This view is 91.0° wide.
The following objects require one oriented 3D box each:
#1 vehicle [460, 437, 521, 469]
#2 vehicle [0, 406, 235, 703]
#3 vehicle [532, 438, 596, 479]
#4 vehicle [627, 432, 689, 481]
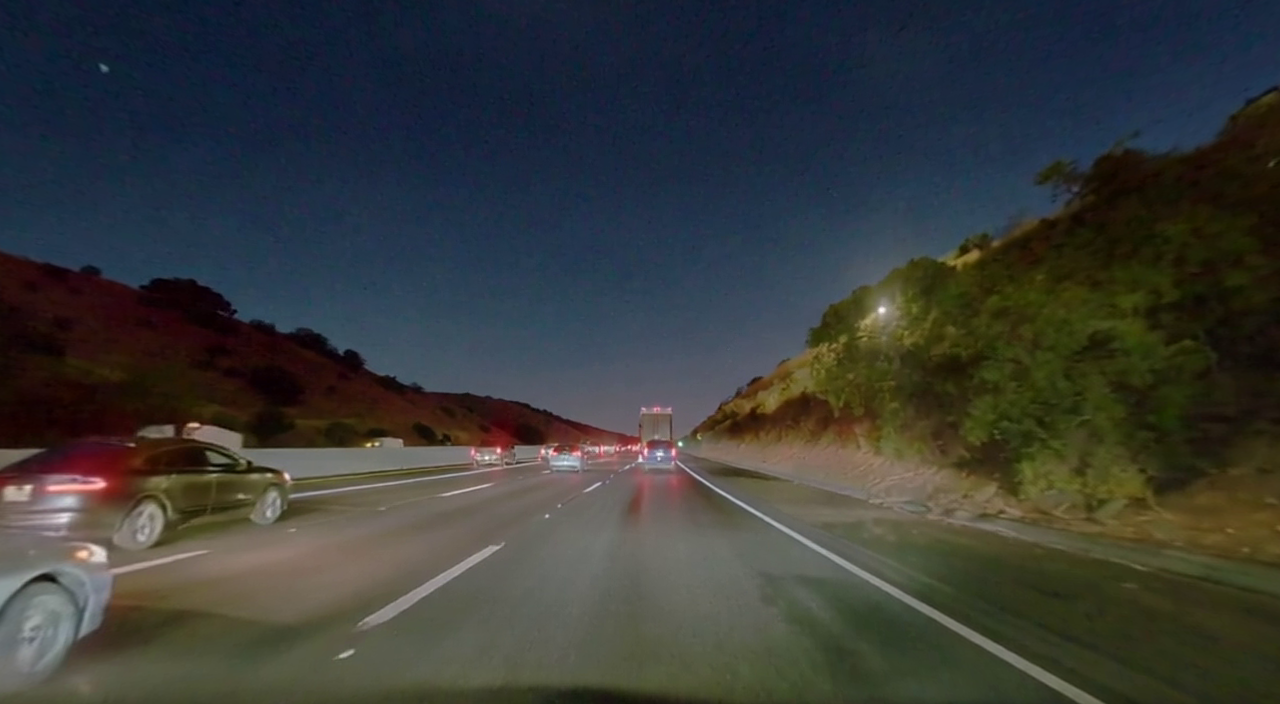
[{"bbox_3d":[-10.251,6.971,43.791,2.421,2.025,6.236,0,-9,2],"label":"vehicle"},{"bbox_3d":[-3.870,0.863,2.121,1.943,1.468,4.547,1,-9,0],"label":"vehicle"},{"bbox_3d":[-3.336,4.777,28.479,2.155,1.661,4.477,0,-9,2],"label":"vehicle"},{"bbox_3d":[0.711,4.238,25.720,2.281,1.795,4.297,1,-9,1],"label":"vehicle"}]
